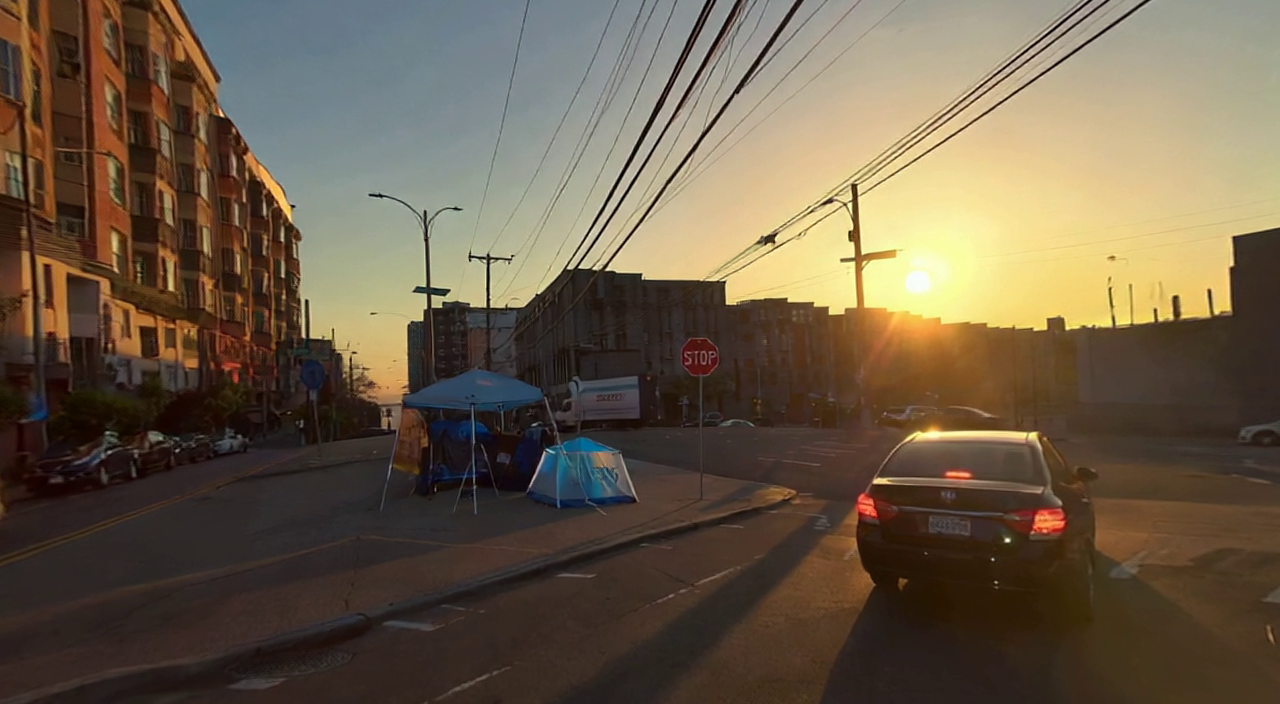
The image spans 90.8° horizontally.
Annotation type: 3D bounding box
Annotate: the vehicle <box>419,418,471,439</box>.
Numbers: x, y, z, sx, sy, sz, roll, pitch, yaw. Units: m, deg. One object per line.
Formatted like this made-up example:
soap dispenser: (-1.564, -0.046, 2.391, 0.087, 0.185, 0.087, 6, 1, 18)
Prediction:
vehicle: (-15.259, 5.997, 49.269, 2.089, 1.506, 4.641, 7, -11, -41)

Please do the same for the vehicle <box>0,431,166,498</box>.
vehicle: (-17.194, 3.463, 19.918, 2.054, 1.800, 5.212, 3, -9, -20)

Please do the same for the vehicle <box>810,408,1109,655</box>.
vehicle: (3.406, 1.544, 6.595, 1.945, 1.647, 4.160, -6, -10, 32)

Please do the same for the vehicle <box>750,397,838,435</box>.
vehicle: (8.225, 3.514, 34.029, 1.805, 1.694, 4.214, 10, -15, -44)

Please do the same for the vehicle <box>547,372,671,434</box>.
vehicle: (-1.876, 3.023, 35.528, 7.172, 3.075, 2.584, -7, -10, 41)
